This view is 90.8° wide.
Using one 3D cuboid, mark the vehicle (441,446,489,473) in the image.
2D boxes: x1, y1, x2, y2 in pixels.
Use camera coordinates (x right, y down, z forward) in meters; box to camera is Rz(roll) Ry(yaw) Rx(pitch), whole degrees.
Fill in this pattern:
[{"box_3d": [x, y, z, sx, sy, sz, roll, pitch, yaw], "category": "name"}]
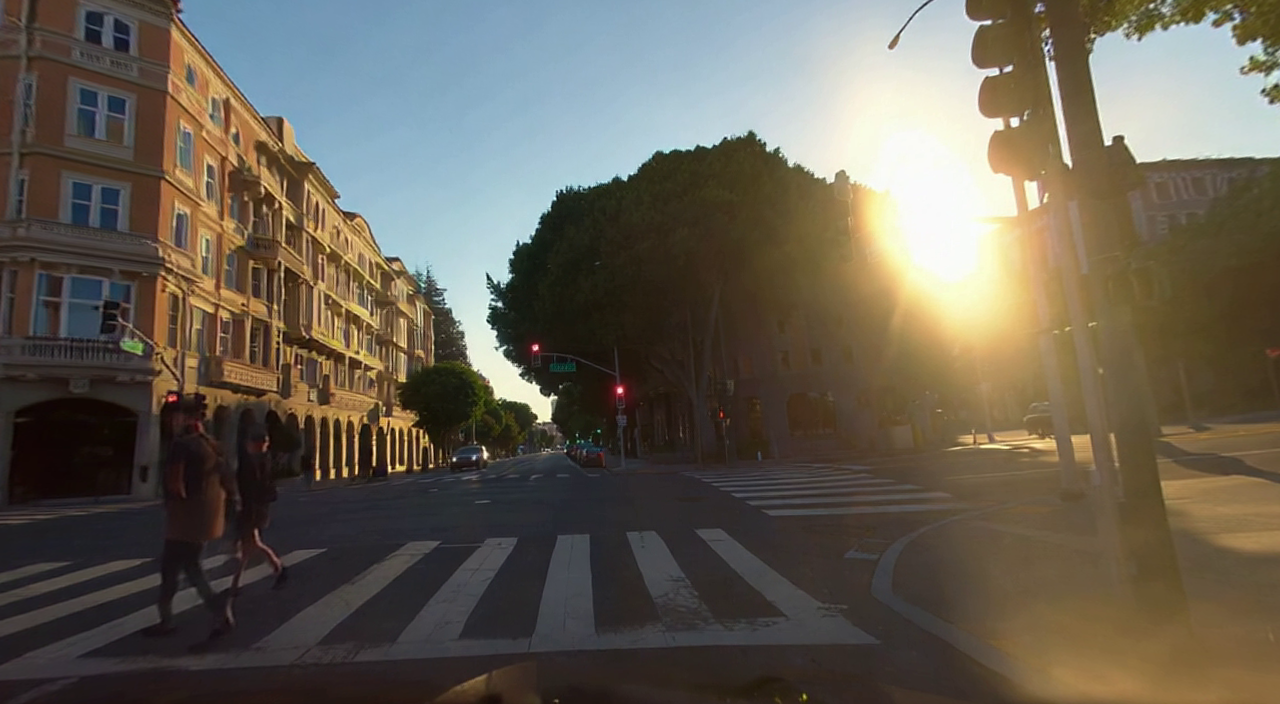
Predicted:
[{"box_3d": [-10.462, 6.461, 38.134, 2.196, 1.503, 4.371, 1, -8, -8], "category": "vehicle"}]
